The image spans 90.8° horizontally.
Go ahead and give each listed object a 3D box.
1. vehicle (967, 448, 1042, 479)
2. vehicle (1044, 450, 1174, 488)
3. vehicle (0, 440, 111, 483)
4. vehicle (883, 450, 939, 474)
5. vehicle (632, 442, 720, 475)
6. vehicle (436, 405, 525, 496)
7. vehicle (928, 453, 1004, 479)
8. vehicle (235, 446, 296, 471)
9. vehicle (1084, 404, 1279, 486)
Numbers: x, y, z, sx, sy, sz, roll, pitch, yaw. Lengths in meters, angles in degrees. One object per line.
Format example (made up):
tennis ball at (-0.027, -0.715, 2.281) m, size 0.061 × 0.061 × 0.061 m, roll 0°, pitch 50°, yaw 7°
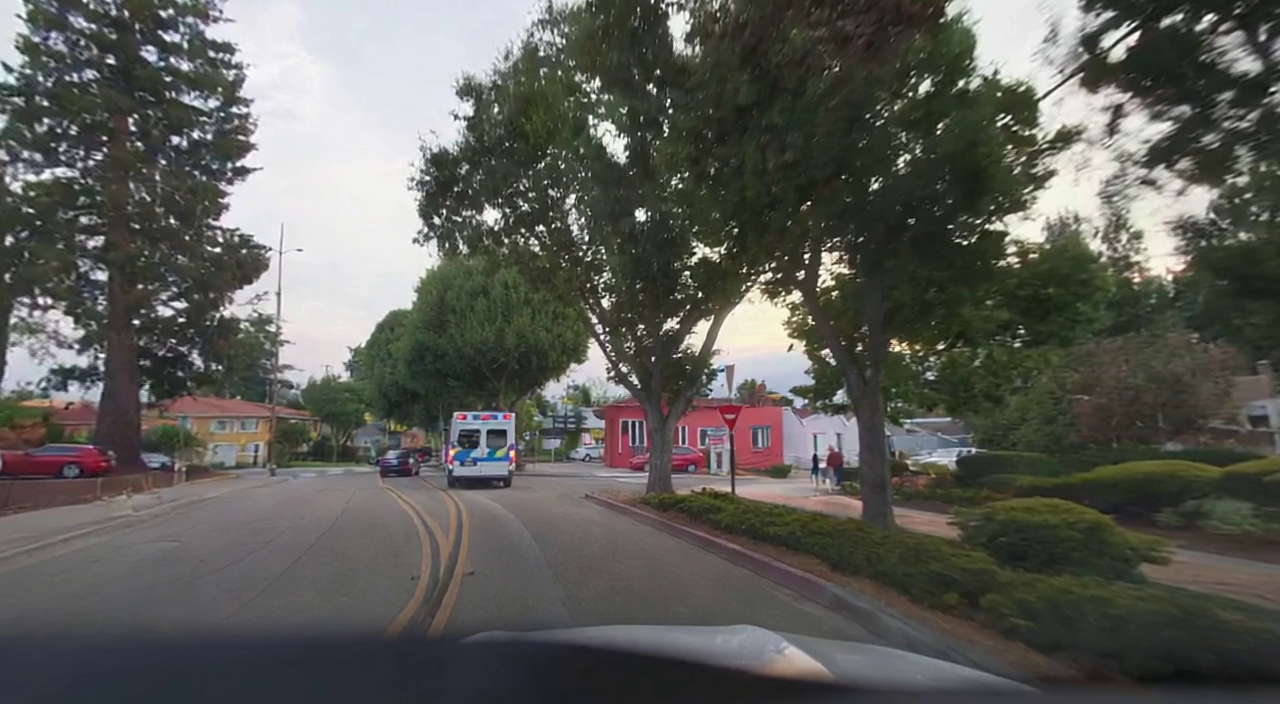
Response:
vehicle at (23.046, 7.045, 40.154) m, size 1.894 × 1.784 × 4.355 m, roll 0°, pitch -8°, yaw -4°
vehicle at (20.449, 5.093, 27.850) m, size 1.805 × 1.420 × 4.603 m, roll -1°, pitch -8°, yaw -7°
vehicle at (-26.611, 4.646, 26.650) m, size 5.910 × 1.681 × 2.579 m, roll 3°, pitch -12°, yaw -22°
vehicle at (19.931, 8.073, 46.630) m, size 1.899 × 1.635 × 4.603 m, roll 0°, pitch -8°, yaw -2°
vehicle at (2.254, 6.822, 40.587) m, size 5.270 × 1.966 × 2.329 m, roll 0°, pitch -8°, yaw -6°
vehicle at (-5.547, 3.311, 21.451) m, size 2.444 × 2.640 × 5.482 m, roll 2°, pitch -9°, yaw -18°
vehicle at (20.487, 7.154, 39.982) m, size 1.861 × 1.470 × 4.867 m, roll 1°, pitch -8°, yaw -6°
vehicle at (-28.045, 7.938, 47.258) m, size 4.502 × 1.810 × 2.056 m, roll -6°, pitch -10°, yaw 33°
vehicle at (25.435, 4.343, 29.205) m, size 2.934 × 3.217 × 7.956 m, roll 1°, pitch -10°, yaw -11°
